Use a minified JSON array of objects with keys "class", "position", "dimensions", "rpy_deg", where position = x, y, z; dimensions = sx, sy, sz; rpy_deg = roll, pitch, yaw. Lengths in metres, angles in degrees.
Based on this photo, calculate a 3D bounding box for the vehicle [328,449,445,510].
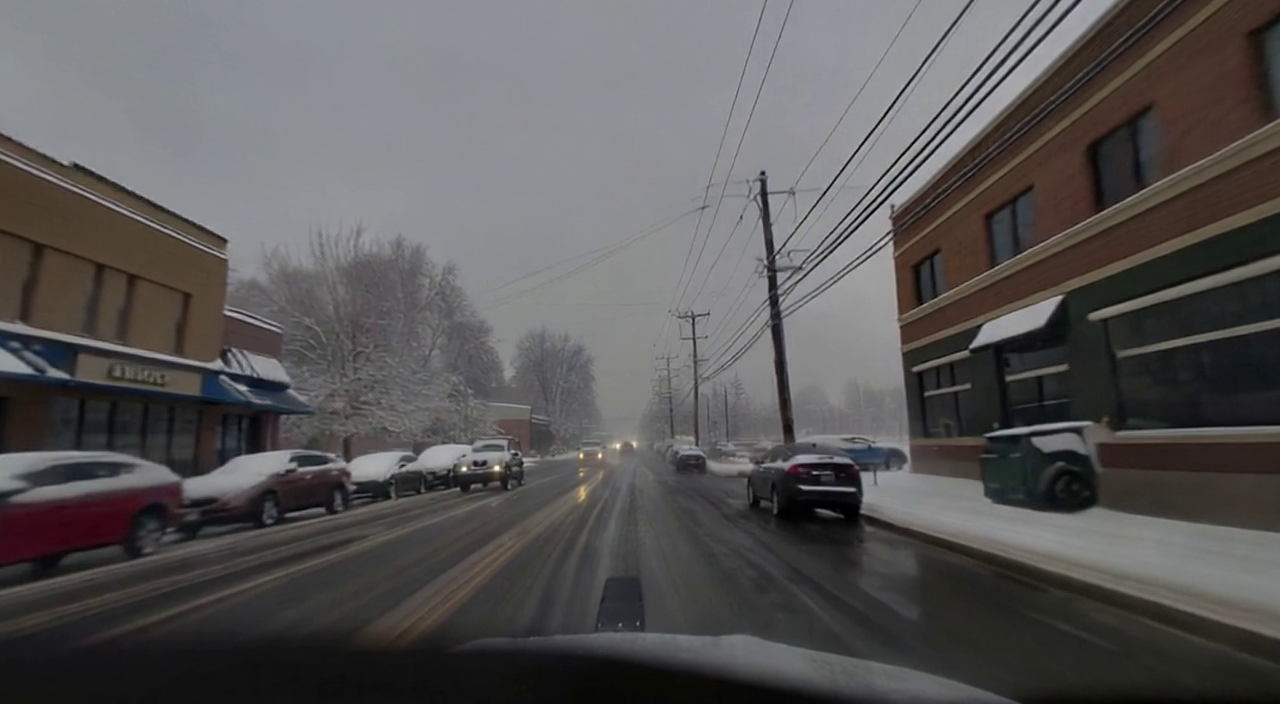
[{"class":"vehicle","position":[-8.368,4.212,21.412],"dimensions":[1.791,1.622,5.056],"rpy_deg":[-3,-8,2]}]

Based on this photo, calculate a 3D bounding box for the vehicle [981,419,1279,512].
[{"class":"vehicle","position":[9.805,2.199,12.428],"dimensions":[5.084,1.641,1.848],"rpy_deg":[0,-9,-2]}]

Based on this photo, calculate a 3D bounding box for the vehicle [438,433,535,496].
[{"class":"vehicle","position":[-5.272,3.934,22.345],"dimensions":[2.152,1.918,4.217],"rpy_deg":[-3,-9,4]}]

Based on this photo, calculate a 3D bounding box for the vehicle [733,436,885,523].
[{"class":"vehicle","position":[3.533,2.784,14.359],"dimensions":[2.136,1.586,4.919],"rpy_deg":[0,-9,1]}]

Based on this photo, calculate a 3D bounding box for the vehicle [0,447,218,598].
[{"class":"vehicle","position":[-8.465,2.173,8.570],"dimensions":[2.113,1.665,5.062],"rpy_deg":[0,-8,-2]}]

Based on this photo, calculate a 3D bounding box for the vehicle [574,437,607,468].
[{"class":"vehicle","position":[-3.392,6.980,43.890],"dimensions":[2.115,2.065,4.452],"rpy_deg":[0,-9,-2]}]

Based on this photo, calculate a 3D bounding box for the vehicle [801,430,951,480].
[{"class":"vehicle","position":[10.295,4.561,27.993],"dimensions":[5.684,2.112,2.321],"rpy_deg":[0,-9,3]}]

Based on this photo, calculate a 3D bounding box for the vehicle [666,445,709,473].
[{"class":"vehicle","position":[2.951,6.454,38.324],"dimensions":[2.261,1.503,4.695],"rpy_deg":[-2,-8,8]}]

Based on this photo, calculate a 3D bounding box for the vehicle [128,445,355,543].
[{"class":"vehicle","position":[-8.745,3.085,14.582],"dimensions":[2.009,1.684,5.009],"rpy_deg":[-2,-8,0]}]
